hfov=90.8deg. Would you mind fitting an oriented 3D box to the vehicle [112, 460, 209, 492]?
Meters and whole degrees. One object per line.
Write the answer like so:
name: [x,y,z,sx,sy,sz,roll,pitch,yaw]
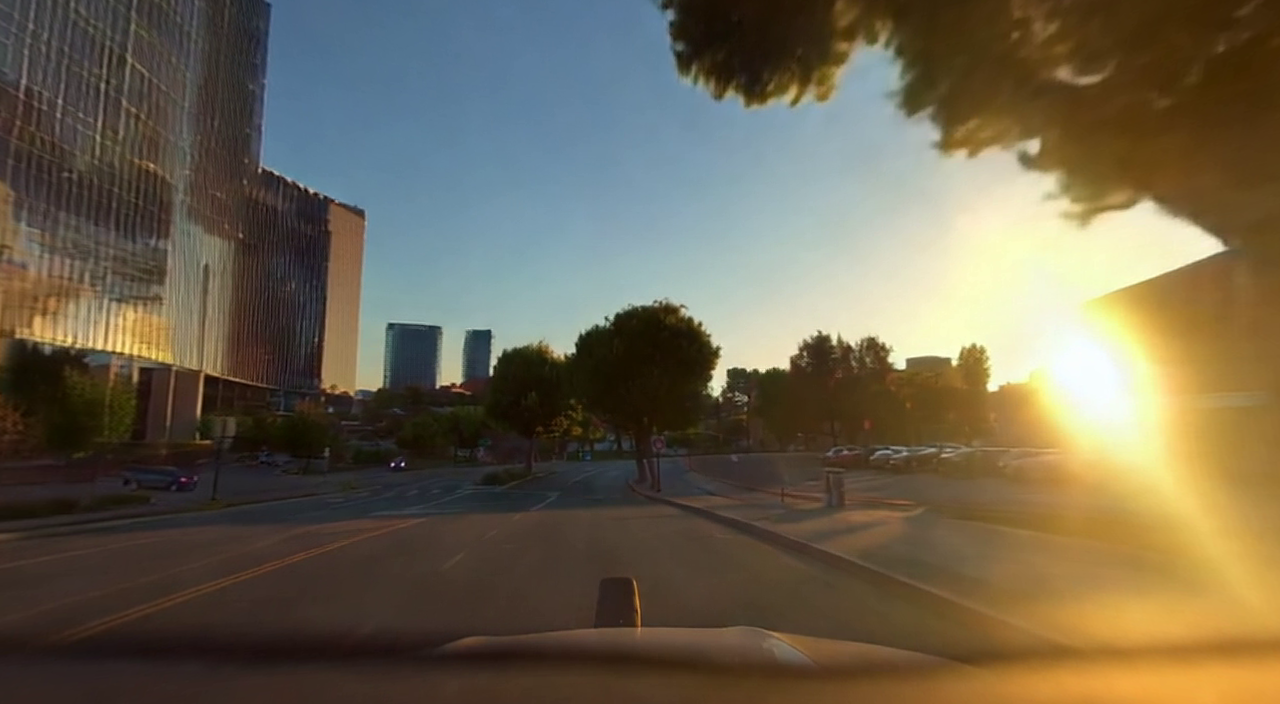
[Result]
vehicle: [-28.919,7.458,38.123,4.473,1.778,2.125,-2,-9,13]
